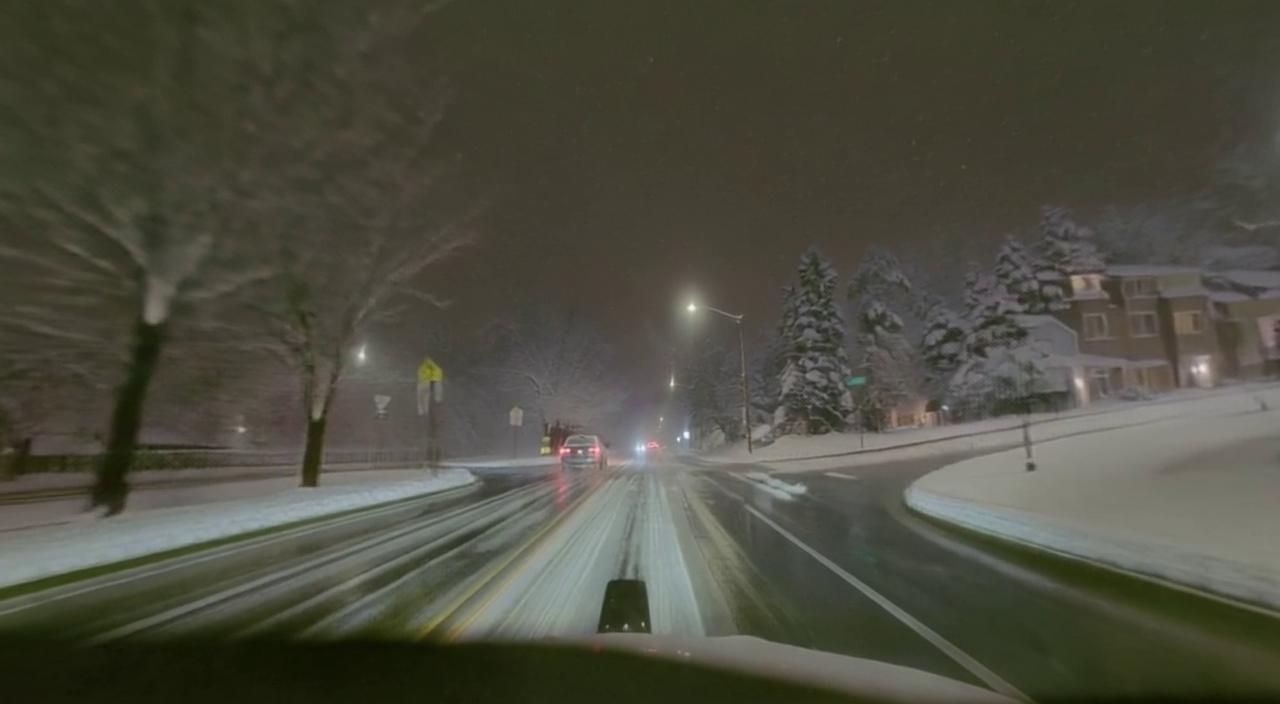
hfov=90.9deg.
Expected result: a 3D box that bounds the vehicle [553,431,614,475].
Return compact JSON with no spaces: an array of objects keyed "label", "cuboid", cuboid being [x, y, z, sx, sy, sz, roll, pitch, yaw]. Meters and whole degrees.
[{"label":"vehicle","cuboid":[-2.275,4.229,26.604,2.016,1.694,4.335,0,-8,2]}]
